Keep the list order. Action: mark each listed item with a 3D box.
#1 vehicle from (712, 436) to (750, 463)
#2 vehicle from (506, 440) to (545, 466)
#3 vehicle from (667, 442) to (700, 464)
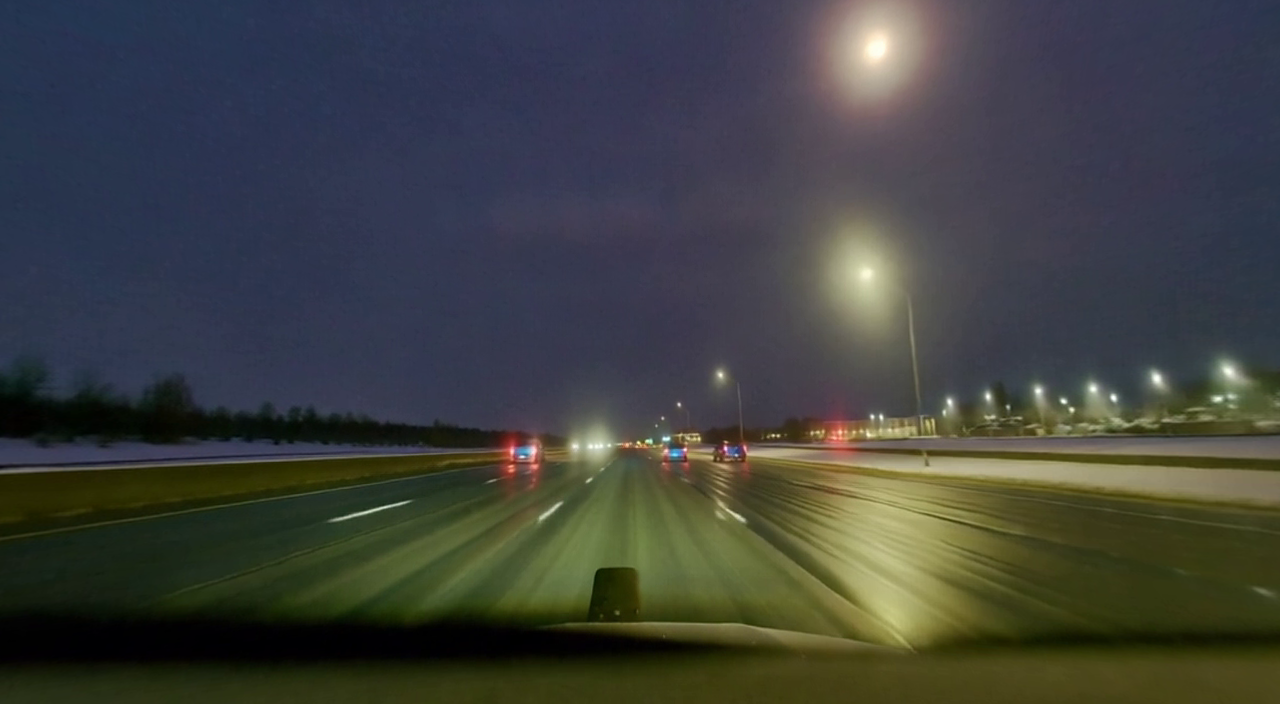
[{"bbox_3d":[6.807,7.381,47.813,2.065,1.953,4.605,0,-8,-2],"label":"vehicle"},{"bbox_3d":[-8.257,7.295,46.018,2.083,1.696,5.464,1,-8,-2],"label":"vehicle"},{"bbox_3d":[3.117,7.314,45.774,2.000,1.533,3.770,0,-8,-1],"label":"vehicle"}]
